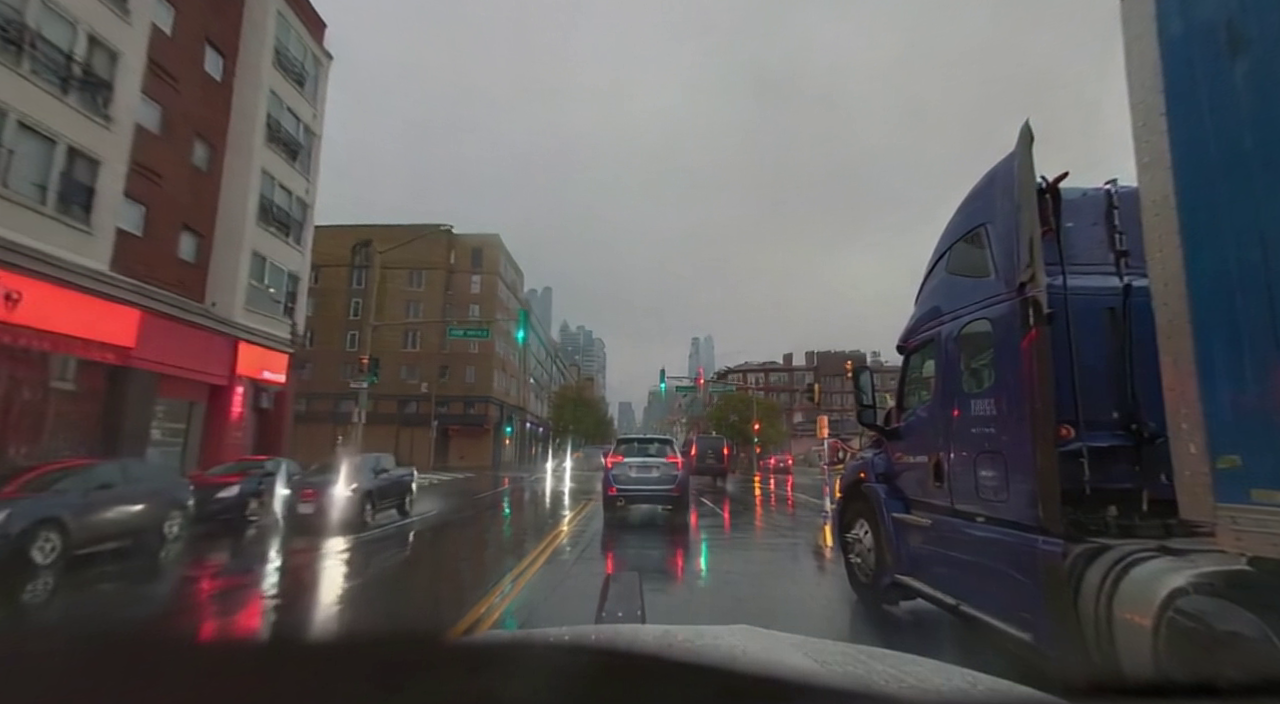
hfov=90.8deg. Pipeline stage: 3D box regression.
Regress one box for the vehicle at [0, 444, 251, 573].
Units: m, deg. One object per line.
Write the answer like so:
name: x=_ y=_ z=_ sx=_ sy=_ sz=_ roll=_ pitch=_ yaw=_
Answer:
vehicle: x=-8.960 y=2.405 z=10.607 sx=2.084 sy=1.686 sz=4.422 roll=0 pitch=-8 yaw=-2

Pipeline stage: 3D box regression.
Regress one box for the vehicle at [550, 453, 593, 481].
vehicle: x=-3.995 y=6.778 z=37.573 sx=2.152 sy=1.459 sz=4.484 roll=0 pitch=-8 yaw=0

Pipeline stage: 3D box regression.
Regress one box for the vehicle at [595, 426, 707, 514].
vehicle: x=0.265 y=2.773 z=15.315 sx=2.283 sy=1.783 sz=4.548 roll=0 pitch=-8 yaw=1

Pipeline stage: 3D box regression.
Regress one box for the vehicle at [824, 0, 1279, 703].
vehicle: x=3.313 y=-0.293 z=1.070 sx=2.913 sy=3.771 sz=9.716 roll=0 pitch=-8 yaw=-1

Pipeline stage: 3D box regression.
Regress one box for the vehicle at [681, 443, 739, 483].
vehicle: x=3.215 y=5.190 z=29.833 sx=2.159 sy=1.696 sz=4.316 roll=0 pitch=-8 yaw=-1

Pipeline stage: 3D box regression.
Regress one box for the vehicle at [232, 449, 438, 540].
vehicle: x=-5.827 y=2.724 z=12.877 sx=1.947 sy=1.462 sz=4.640 roll=0 pitch=-8 yaw=-1
